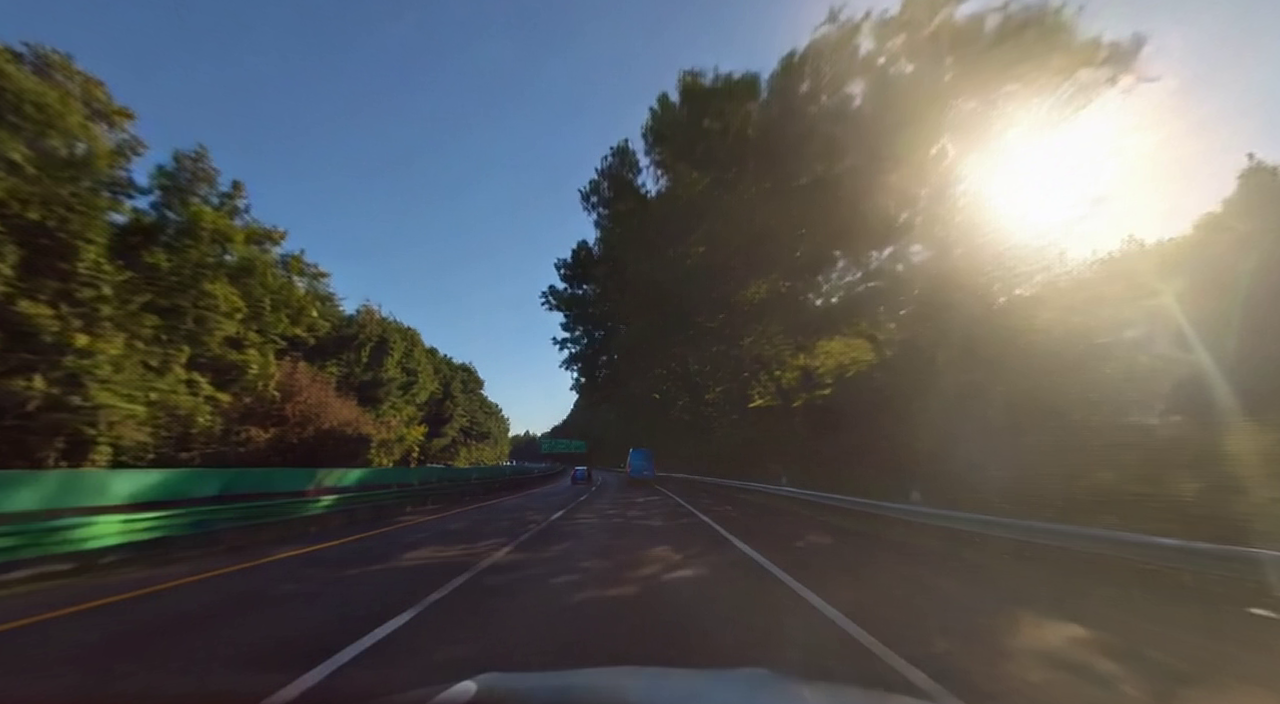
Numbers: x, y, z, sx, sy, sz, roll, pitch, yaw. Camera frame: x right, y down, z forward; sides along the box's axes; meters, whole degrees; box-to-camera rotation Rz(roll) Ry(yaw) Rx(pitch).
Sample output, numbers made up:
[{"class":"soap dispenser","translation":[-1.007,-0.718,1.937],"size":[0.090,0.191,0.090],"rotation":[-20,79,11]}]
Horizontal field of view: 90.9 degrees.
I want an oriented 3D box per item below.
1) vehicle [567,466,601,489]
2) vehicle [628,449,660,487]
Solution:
[{"class":"vehicle","translation":[-3.876,8.814,44.428],"size":[2.038,1.490,4.391],"rotation":[1,-11,-1]},{"class":"vehicle","translation":[0.256,9.090,49.271],"size":[2.382,2.752,5.333],"rotation":[1,-11,-1]}]
